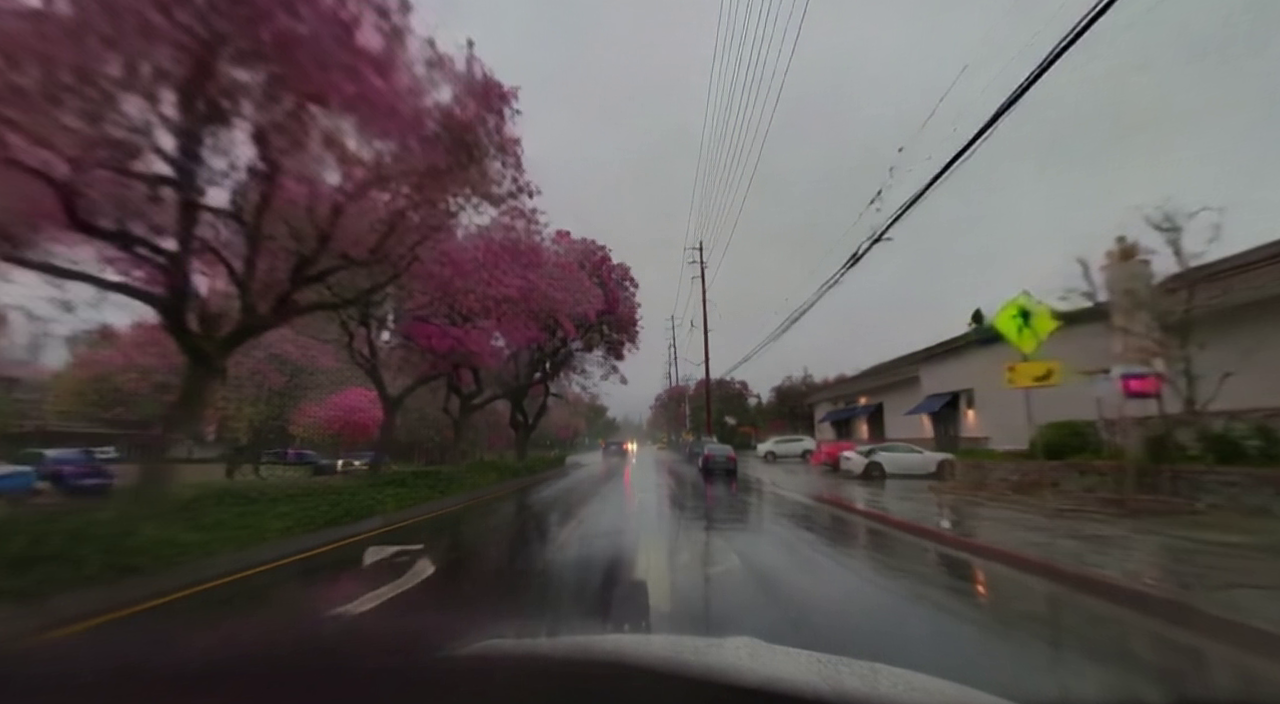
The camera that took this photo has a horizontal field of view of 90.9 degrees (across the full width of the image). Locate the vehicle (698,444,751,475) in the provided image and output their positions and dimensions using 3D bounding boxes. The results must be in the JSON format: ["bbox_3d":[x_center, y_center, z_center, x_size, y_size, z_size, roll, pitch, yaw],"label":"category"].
[{"bbox_3d":[4.167,5.369,31.719,2.042,1.465,4.455,0,-9,0],"label":"vehicle"}]

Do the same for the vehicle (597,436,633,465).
[{"bbox_3d":[-1.693,6.937,44.459,2.202,1.961,4.980,0,-9,1],"label":"vehicle"}]

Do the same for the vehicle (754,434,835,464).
[{"bbox_3d":[10.085,6.383,41.464,4.818,1.847,2.257,0,-9,2],"label":"vehicle"}]

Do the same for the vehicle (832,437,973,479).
[{"bbox_3d":[9.757,3.977,23.691,4.430,1.480,1.923,0,-9,-2],"label":"vehicle"}]

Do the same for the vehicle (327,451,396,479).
[{"bbox_3d":[-16.285,6.617,37.074,1.954,1.497,4.613,0,-9,0],"label":"vehicle"}]

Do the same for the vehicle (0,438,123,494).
[{"bbox_3d":[-22.407,4.119,23.334,2.195,1.770,4.957,0,-7,1],"label":"vehicle"}]

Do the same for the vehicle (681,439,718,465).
[{"bbox_3d":[4.471,7.643,48.295,2.280,1.904,5.779,0,-9,0],"label":"vehicle"}]
